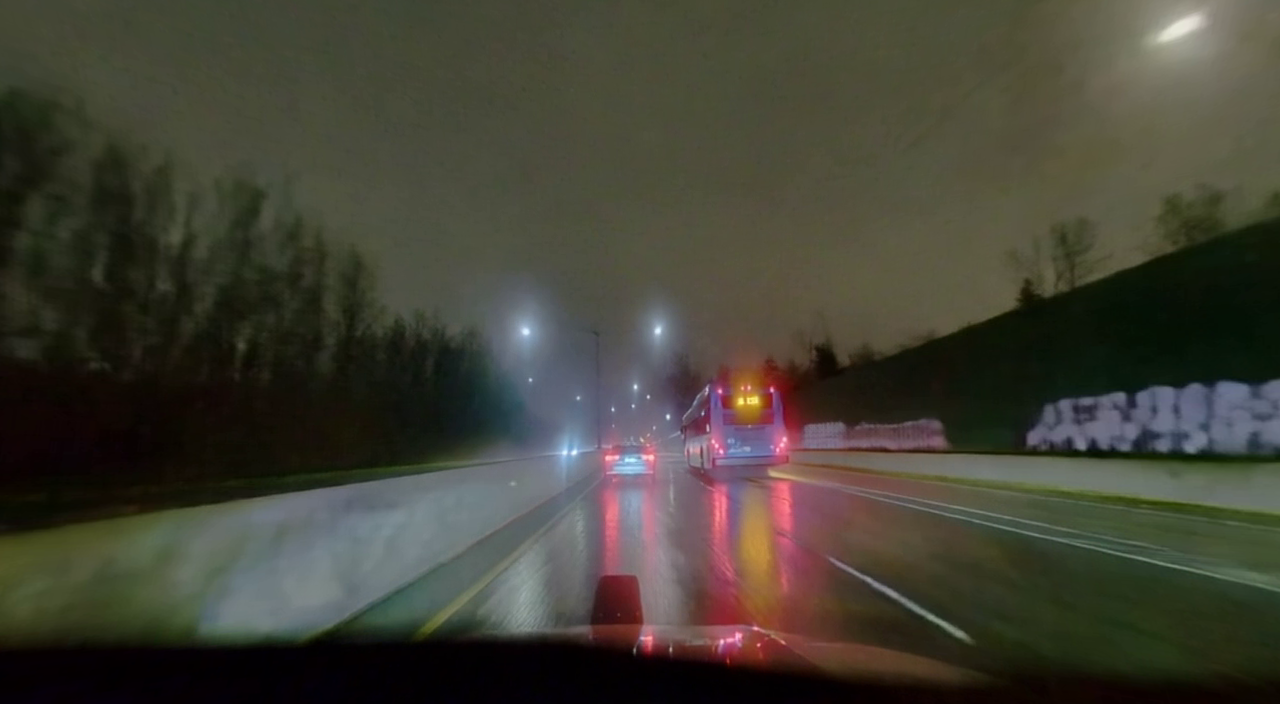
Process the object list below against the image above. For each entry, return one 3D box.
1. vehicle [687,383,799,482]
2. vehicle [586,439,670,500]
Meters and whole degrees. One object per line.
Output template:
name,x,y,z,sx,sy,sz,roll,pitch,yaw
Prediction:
vehicle,4.116,3.828,28.531,3.055,3.479,12.521,-1,-9,1
vehicle,-0.286,3.369,18.352,2.160,1.532,4.073,-1,-9,1
